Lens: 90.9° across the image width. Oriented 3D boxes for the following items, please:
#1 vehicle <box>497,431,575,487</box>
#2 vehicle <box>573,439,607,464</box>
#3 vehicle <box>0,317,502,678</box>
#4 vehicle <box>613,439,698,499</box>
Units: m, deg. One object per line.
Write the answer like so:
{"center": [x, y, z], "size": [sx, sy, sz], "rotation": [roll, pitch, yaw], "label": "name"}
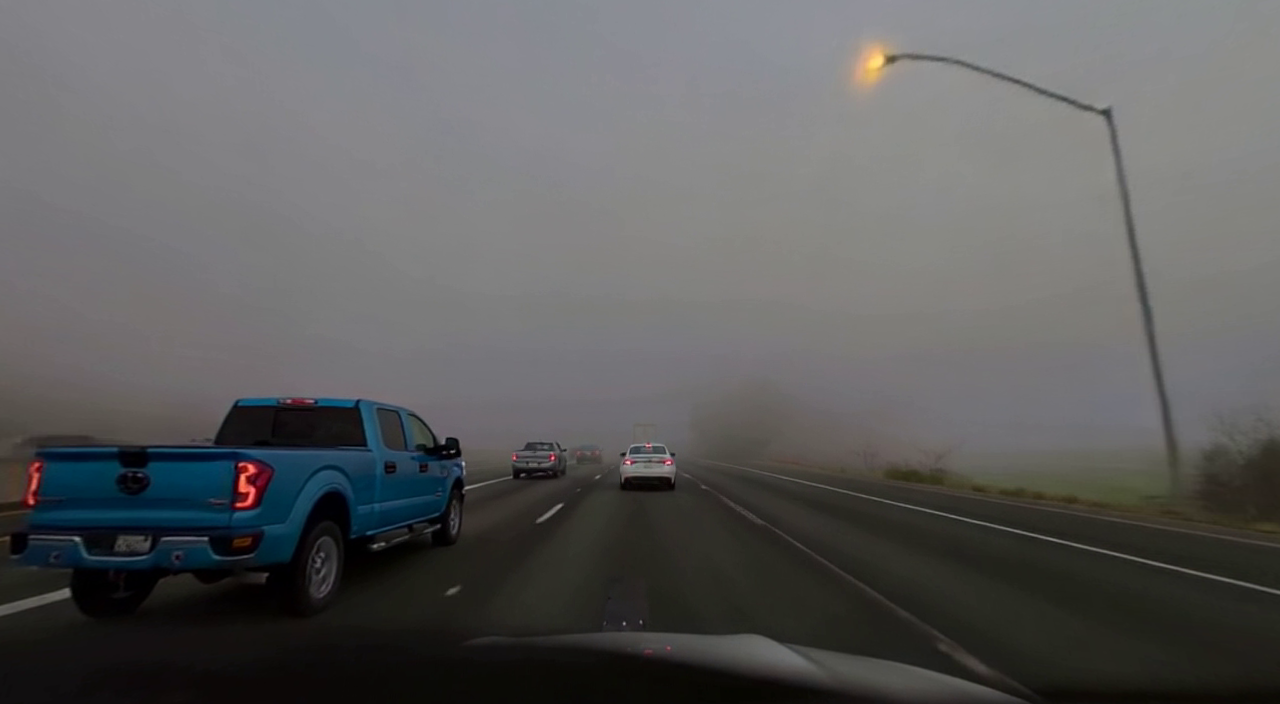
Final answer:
{"center": [-3.494, 3.671, 21.960], "size": [1.903, 1.721, 4.210], "rotation": [0, -8, 1], "label": "vehicle"}
{"center": [-3.362, 6.774, 43.011], "size": [1.897, 1.646, 4.049], "rotation": [0, -8, 1], "label": "vehicle"}
{"center": [-3.330, 1.248, 6.640], "size": [2.269, 2.060, 5.933], "rotation": [0, -8, 1], "label": "vehicle"}
{"center": [0.366, 3.119, 17.256], "size": [2.054, 1.421, 4.090], "rotation": [0, -8, 0], "label": "vehicle"}
